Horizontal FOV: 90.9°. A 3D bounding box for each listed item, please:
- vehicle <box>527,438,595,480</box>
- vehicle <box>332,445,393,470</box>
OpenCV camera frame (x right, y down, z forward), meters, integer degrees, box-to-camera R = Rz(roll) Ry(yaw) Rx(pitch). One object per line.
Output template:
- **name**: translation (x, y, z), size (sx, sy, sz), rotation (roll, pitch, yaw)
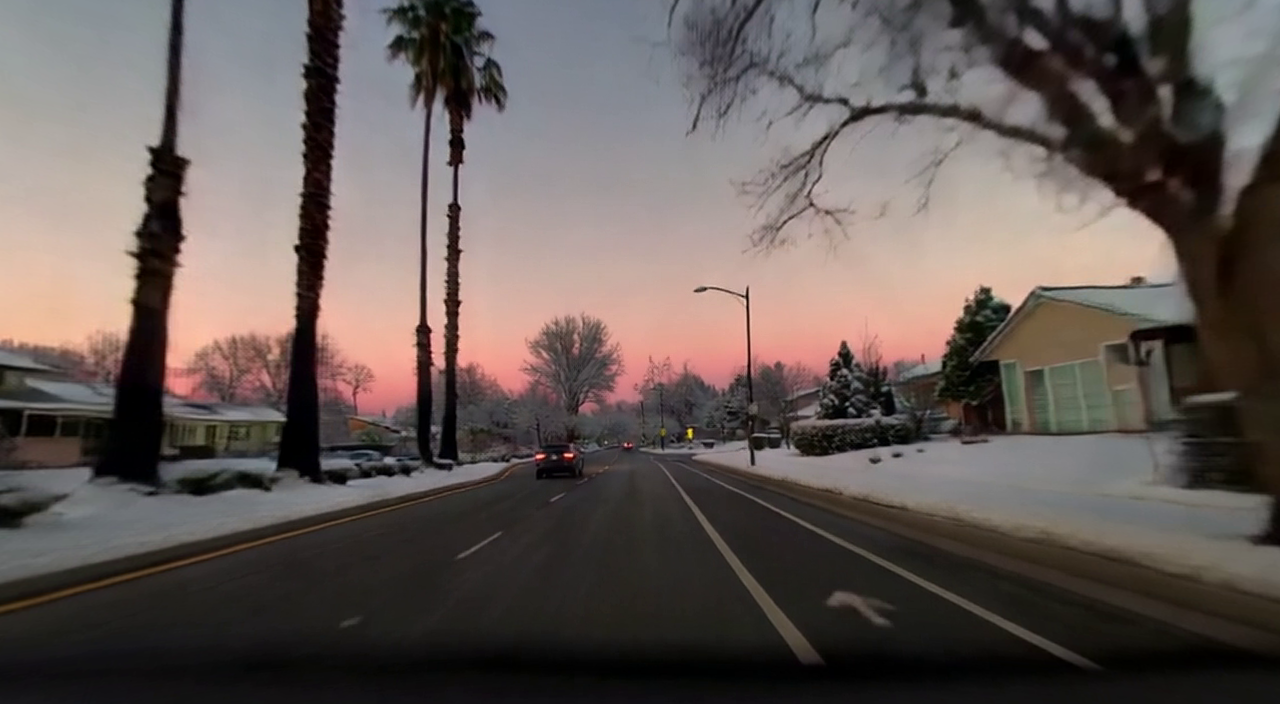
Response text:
- **vehicle**: translation (-3.083, 4.286, 25.599), size (2.075, 1.498, 4.730), rotation (0, -8, 1)
- **vehicle**: translation (-19.150, 7.330, 43.732), size (2.026, 1.563, 4.618), rotation (0, -10, 1)
